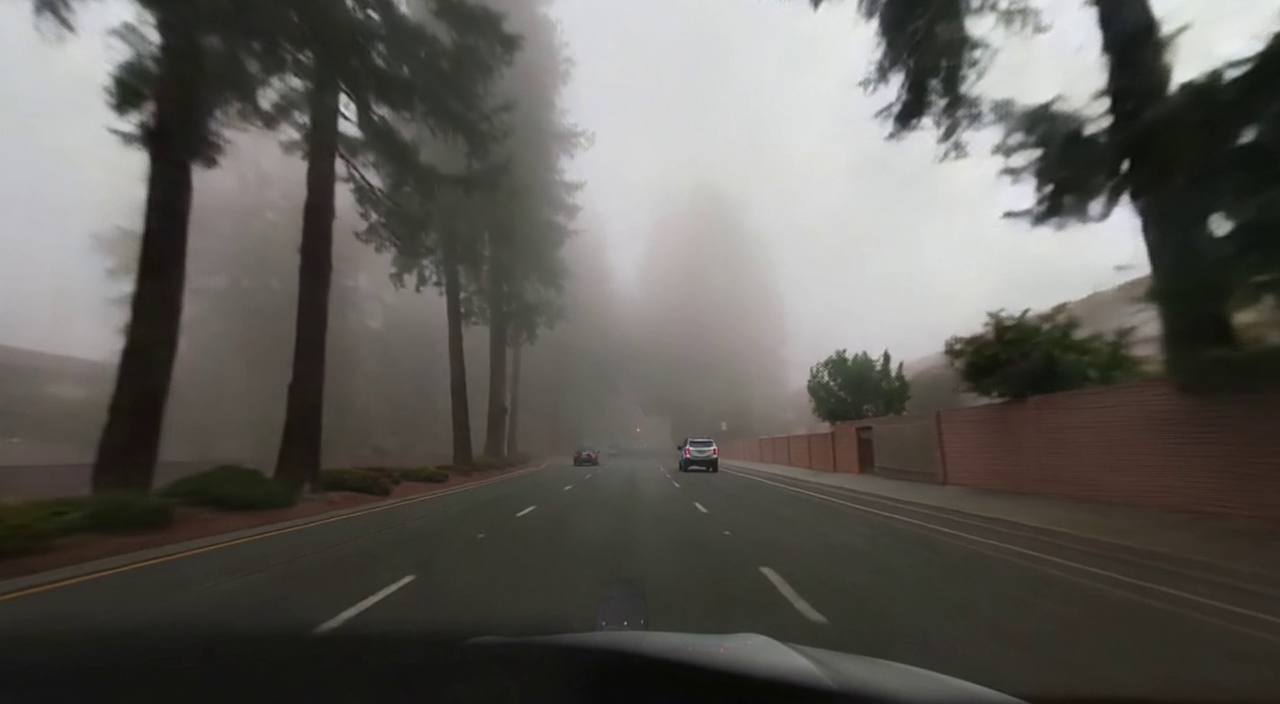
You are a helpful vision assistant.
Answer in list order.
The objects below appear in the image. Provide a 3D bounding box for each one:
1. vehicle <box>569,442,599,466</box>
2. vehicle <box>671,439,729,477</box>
[{"bbox_3d":[-4.385,8.038,49.983,2.002,1.747,4.728,0,-8,-1],"label":"vehicle"},{"bbox_3d":[2.821,5.110,30.744,2.321,1.695,5.037,0,-8,0],"label":"vehicle"}]
